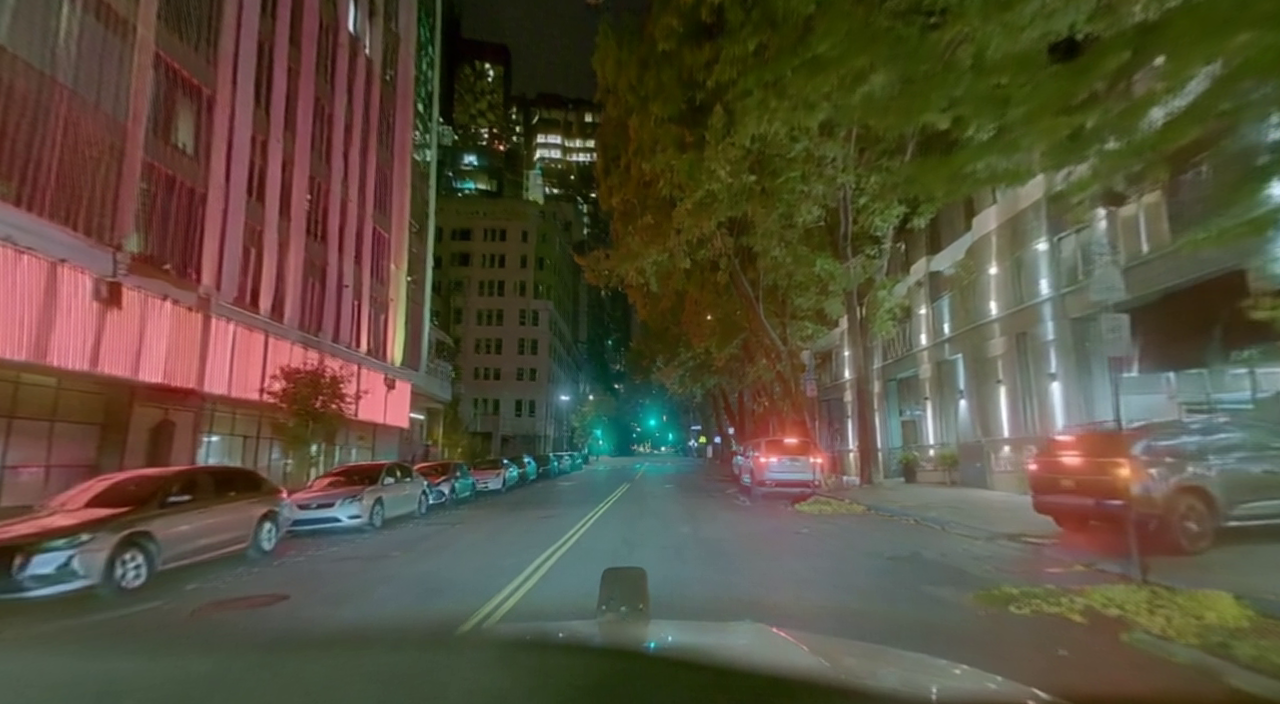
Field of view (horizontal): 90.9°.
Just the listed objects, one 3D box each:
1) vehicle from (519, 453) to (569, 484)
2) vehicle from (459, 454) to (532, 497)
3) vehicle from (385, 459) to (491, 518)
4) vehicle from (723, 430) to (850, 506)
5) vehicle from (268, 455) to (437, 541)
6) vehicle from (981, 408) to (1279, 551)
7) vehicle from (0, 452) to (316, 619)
[{"bbox_3d":[-5.605,6.857,37.325,2.270,1.539,4.855,-2,-8,-1],"label":"vehicle"},{"bbox_3d":[-6.065,5.215,26.989,2.110,1.498,4.555,-2,-8,-1],"label":"vehicle"},{"bbox_3d":[-6.354,4.326,20.516,1.889,1.451,5.013,-2,-8,-1],"label":"vehicle"},{"bbox_3d":[4.435,3.640,20.460,2.568,2.001,5.999,-2,-8,-1],"label":"vehicle"},{"bbox_3d":[-6.595,3.351,15.193,1.944,1.574,4.717,-2,-8,-1],"label":"vehicle"},{"bbox_3d":[8.394,1.886,9.755,4.772,1.876,2.400,-1,-8,1],"label":"vehicle"},{"bbox_3d":[-6.795,2.270,8.826,2.123,1.596,4.659,-2,-8,-1],"label":"vehicle"}]
